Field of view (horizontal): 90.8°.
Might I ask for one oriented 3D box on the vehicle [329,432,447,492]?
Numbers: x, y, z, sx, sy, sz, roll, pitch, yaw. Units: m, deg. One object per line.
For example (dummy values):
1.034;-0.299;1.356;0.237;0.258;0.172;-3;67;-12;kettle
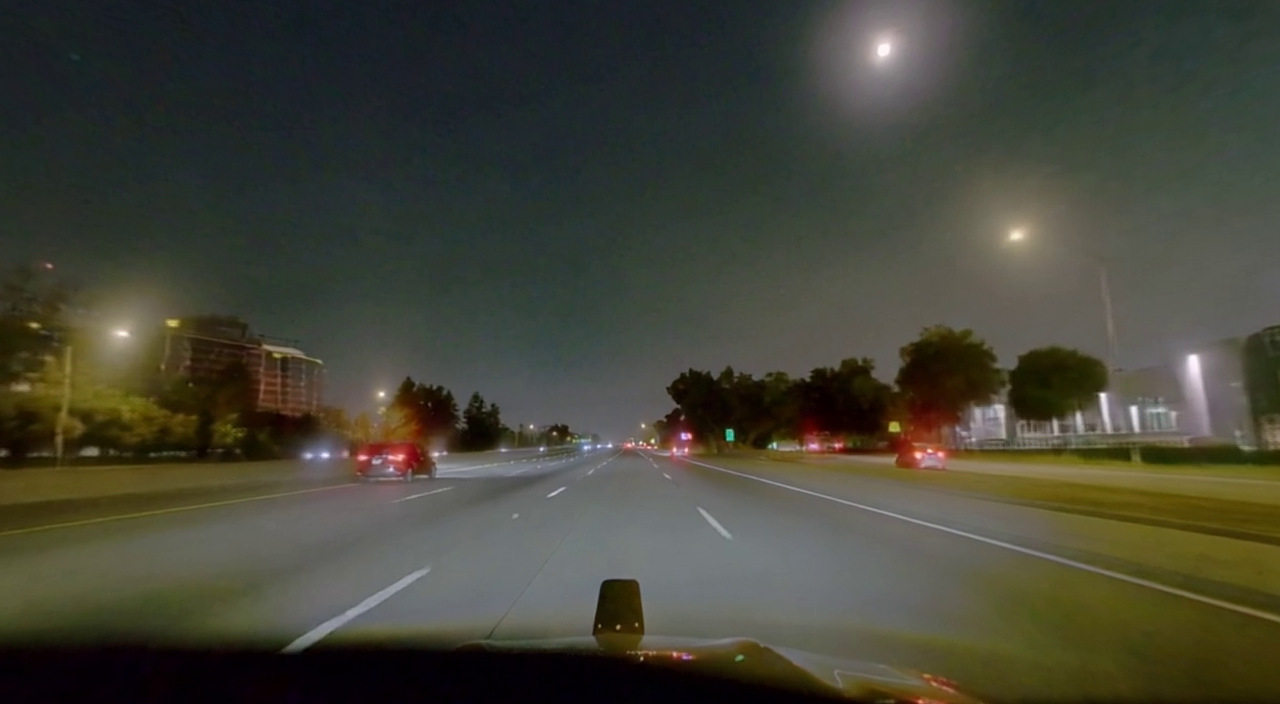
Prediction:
-8.052;3.559;20.714;2.089;1.724;4.327;0;-9;-1;vehicle
